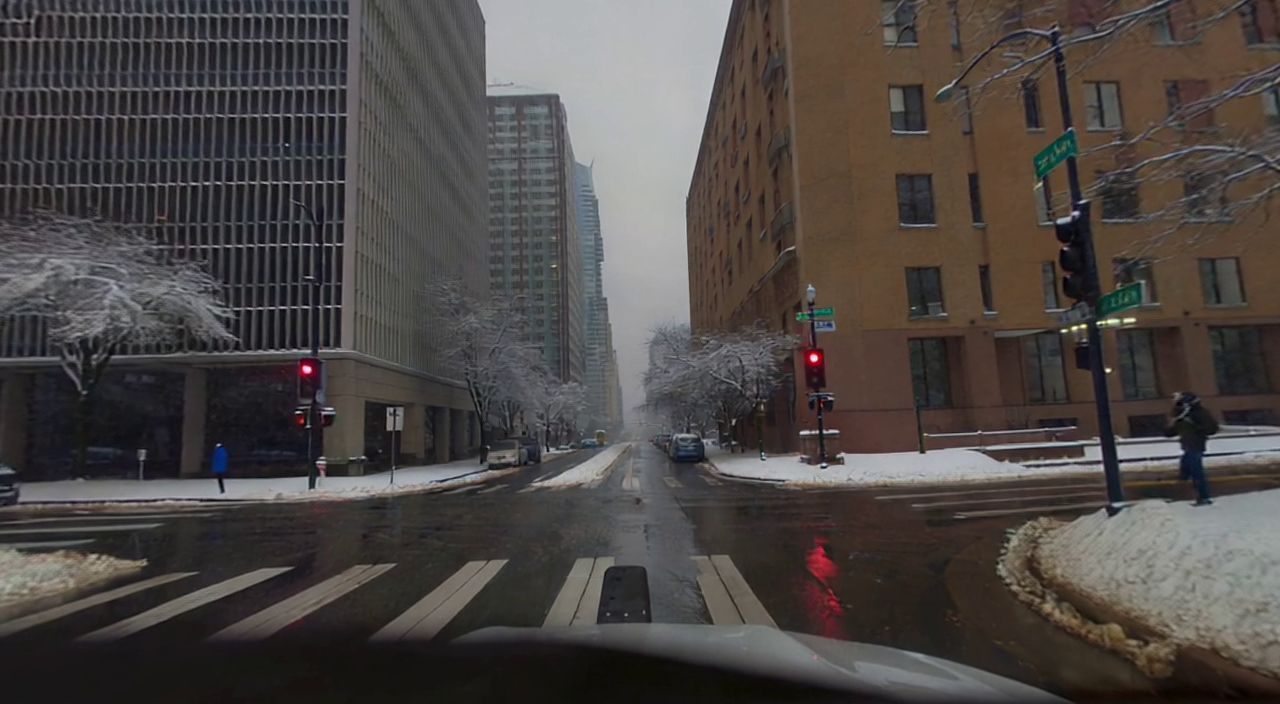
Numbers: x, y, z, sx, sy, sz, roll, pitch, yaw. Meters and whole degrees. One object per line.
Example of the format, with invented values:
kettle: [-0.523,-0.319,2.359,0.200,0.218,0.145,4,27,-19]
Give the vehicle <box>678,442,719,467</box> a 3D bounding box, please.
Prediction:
vehicle: [3.544,6.276,38.857,1.853,1.426,4.160,1,-8,-3]

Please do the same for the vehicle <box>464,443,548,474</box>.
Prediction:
vehicle: [-8.020,6.362,38.015,4.526,1.726,1.963,8,-12,-44]

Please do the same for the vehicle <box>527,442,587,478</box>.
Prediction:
vehicle: [-3.666,4.846,28.633,1.989,1.481,4.500,0,-8,1]
